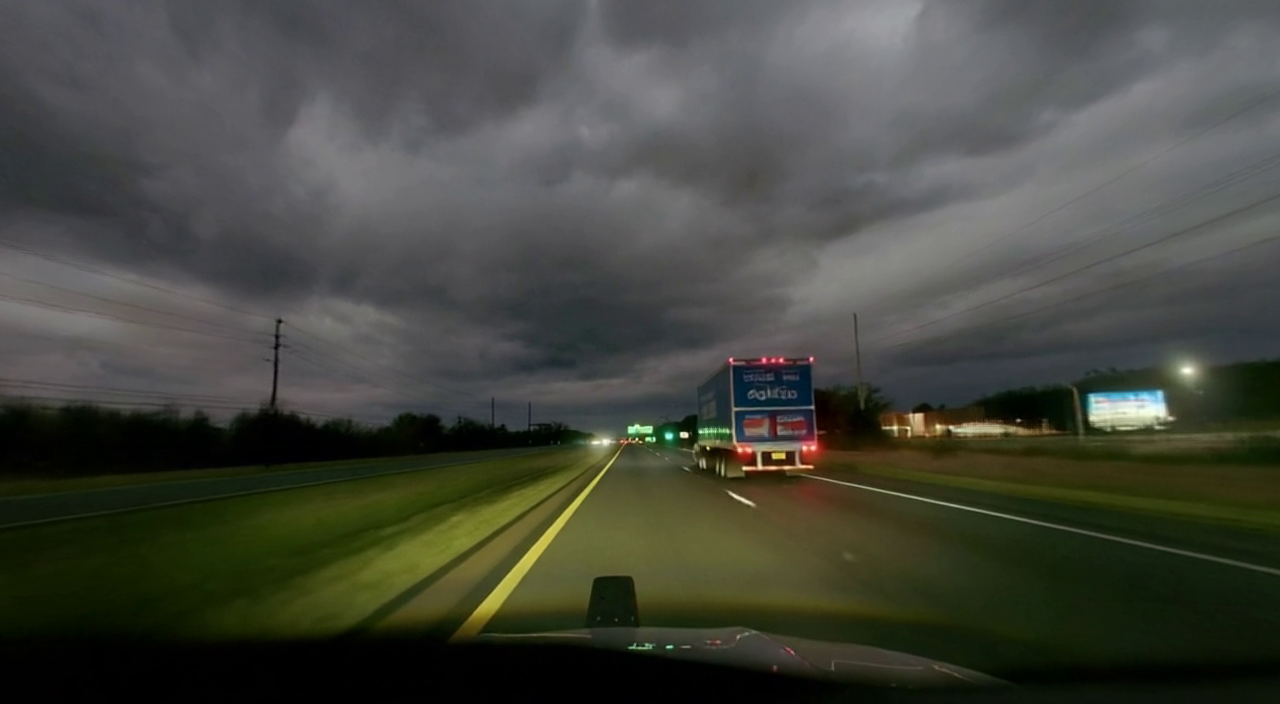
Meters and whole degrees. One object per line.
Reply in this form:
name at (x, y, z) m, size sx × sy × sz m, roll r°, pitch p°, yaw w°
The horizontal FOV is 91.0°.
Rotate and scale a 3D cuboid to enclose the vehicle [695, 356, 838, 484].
vehicle at (4.033, 2.592, 22.778) m, size 3.037 × 3.672 × 9.136 m, roll 0°, pitch -8°, yaw -1°
